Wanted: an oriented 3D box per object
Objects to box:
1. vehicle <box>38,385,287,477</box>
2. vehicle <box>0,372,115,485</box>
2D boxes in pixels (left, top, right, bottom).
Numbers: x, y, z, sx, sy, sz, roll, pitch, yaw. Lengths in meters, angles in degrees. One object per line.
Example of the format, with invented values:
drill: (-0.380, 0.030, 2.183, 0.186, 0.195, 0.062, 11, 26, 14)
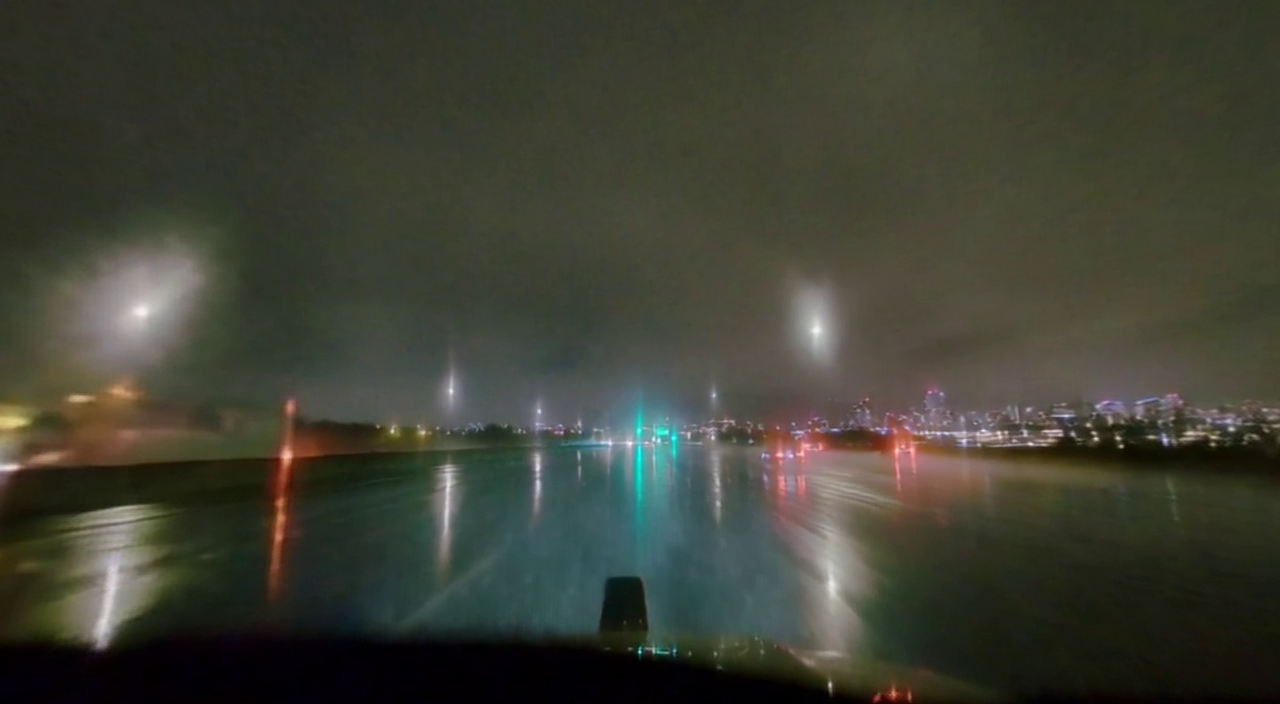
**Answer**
vehicle: (-23.360, 4.209, 32.563, 2.818, 3.806, 12.794, 0, -8, 0)
vehicle: (-23.330, 2.824, 22.872, 3.270, 3.762, 5.908, 0, -8, 0)
